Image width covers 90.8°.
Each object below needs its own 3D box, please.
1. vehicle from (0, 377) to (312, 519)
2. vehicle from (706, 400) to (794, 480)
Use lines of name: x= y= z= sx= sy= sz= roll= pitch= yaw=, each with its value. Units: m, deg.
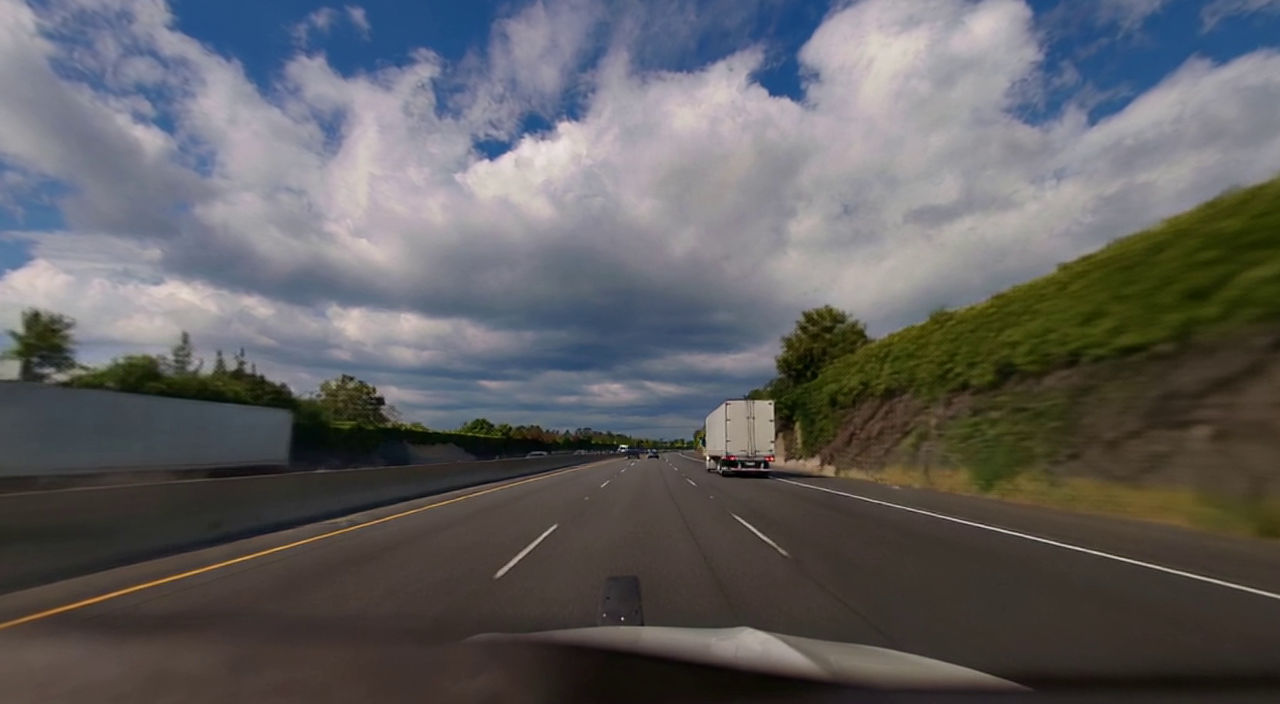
vehicle: x=-18.985 y=3.796 z=24.511 sx=2.892 sy=3.841 sz=18.063 roll=0 pitch=-9 yaw=0
vehicle: x=4.999 y=4.304 z=30.324 sx=2.771 sy=3.313 sz=8.121 roll=0 pitch=-9 yaw=0
